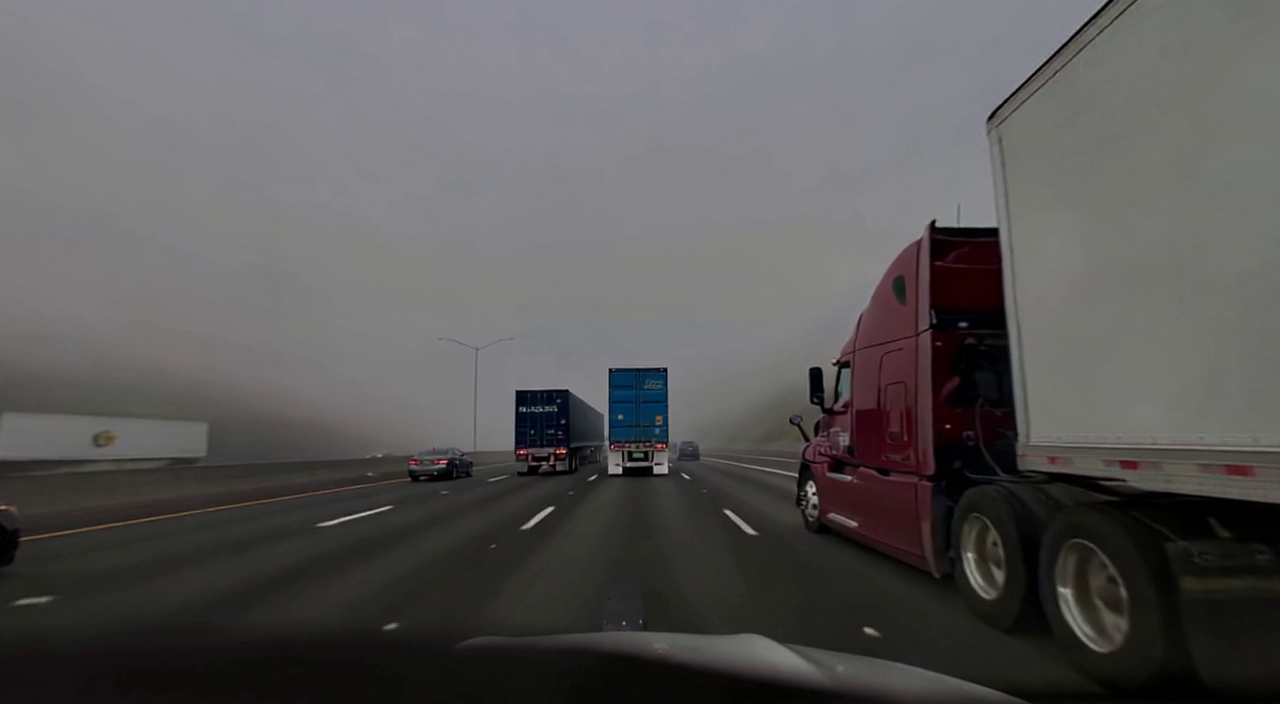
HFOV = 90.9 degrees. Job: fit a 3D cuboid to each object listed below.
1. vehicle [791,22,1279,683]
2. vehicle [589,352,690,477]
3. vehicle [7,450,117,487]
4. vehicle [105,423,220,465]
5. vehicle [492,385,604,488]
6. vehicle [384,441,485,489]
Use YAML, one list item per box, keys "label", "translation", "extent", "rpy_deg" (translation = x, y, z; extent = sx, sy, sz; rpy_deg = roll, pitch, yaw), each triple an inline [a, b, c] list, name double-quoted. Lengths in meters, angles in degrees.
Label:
- label: "vehicle"
  translation: [4.138, 0.347, 7.204]
  extent: [3.066, 3.991, 6.942]
  rpy_deg: [0, -8, 1]
- label: "vehicle"
  translation: [-0.002, 3.370, 28.729]
  extent: [3.097, 3.856, 18.209]
  rpy_deg: [-1, -9, 0]
- label: "vehicle"
  translation: [-24.516, 4.913, 26.894]
  extent: [1.495, 1.363, 3.346]
  rpy_deg: [-2, -8, 1]
- label: "vehicle"
  translation: [-31.554, 6.125, 42.015]
  extent: [2.618, 2.576, 6.182]
  rpy_deg: [-1, -8, 2]
- label: "vehicle"
  translation: [-3.226, 3.462, 25.511]
  extent: [2.786, 3.228, 11.082]
  rpy_deg: [0, -8, 0]
- label: "vehicle"
  translation: [-6.900, 3.810, 21.711]
  extent: [1.916, 1.465, 4.451]
  rpy_deg: [0, -8, 1]
